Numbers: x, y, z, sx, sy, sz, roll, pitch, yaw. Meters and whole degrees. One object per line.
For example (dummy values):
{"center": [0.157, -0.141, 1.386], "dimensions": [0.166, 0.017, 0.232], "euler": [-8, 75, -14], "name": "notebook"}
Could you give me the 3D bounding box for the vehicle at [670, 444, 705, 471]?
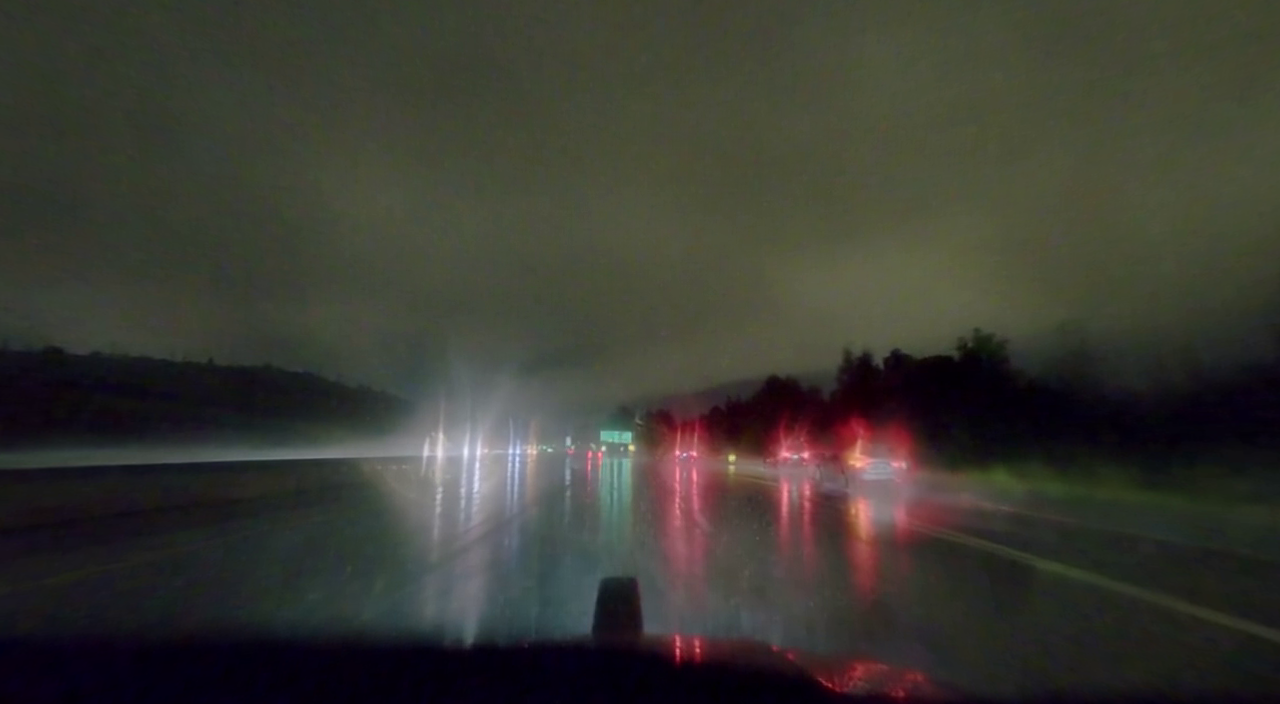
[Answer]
{"center": [2.948, 6.657, 39.715], "dimensions": [1.895, 1.555, 4.030], "euler": [0, -9, 0], "name": "vehicle"}
